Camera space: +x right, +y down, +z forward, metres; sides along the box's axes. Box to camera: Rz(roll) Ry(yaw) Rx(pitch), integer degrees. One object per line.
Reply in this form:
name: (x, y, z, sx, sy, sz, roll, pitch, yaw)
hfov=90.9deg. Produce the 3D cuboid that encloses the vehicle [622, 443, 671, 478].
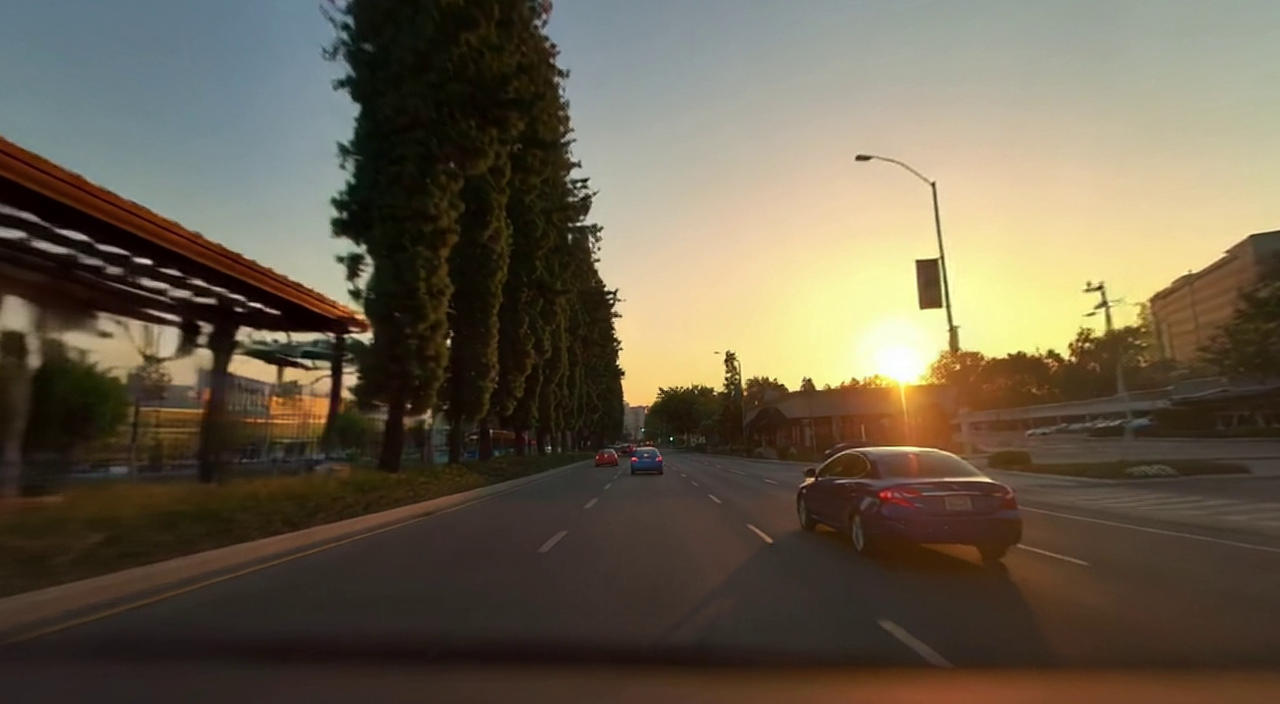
vehicle: (0.286, 5.089, 29.938, 2.144, 1.505, 4.128, 0, -9, 0)

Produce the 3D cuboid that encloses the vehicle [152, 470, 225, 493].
vehicle: (-31.864, 9.097, 44.464, 4.557, 1.468, 1.938, -4, -9, 23)

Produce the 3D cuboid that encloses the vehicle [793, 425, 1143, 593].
vehicle: (3.512, 1.750, 7.943, 2.067, 1.497, 4.327, 0, -9, 0)
